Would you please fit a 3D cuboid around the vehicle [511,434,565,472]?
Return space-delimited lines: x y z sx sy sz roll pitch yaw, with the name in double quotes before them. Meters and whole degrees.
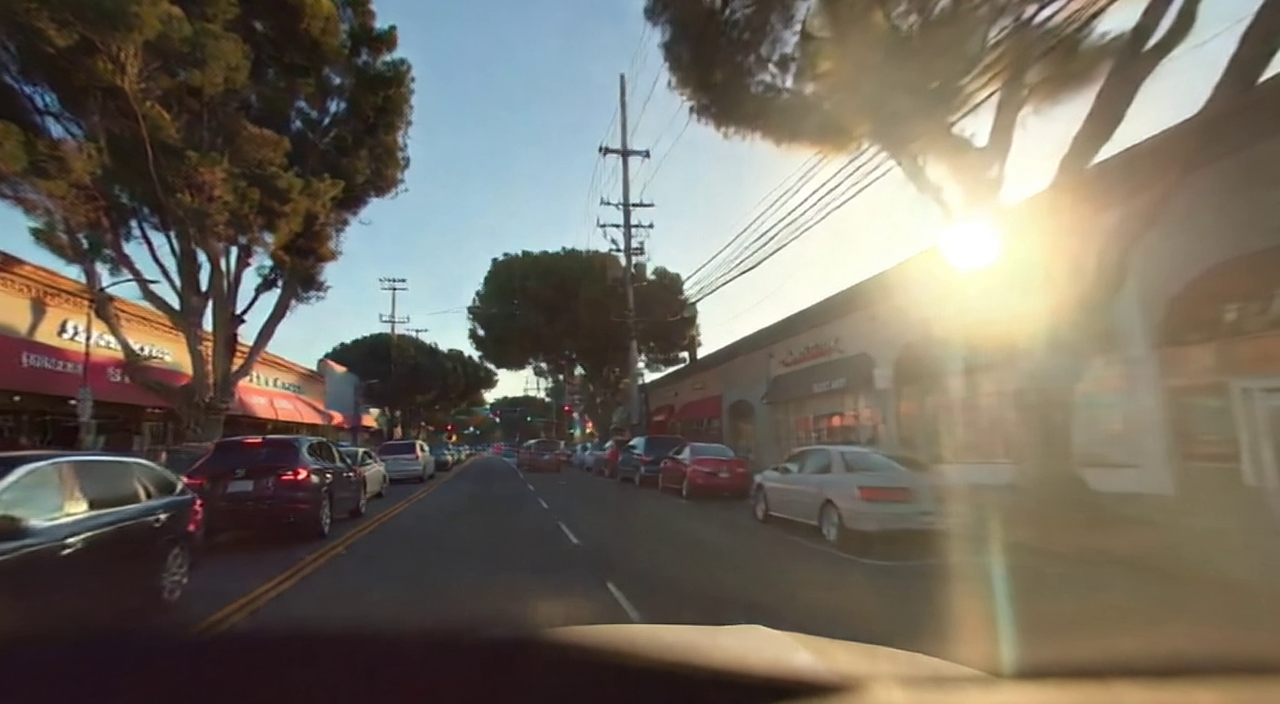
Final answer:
"vehicle" -5.529 5.360 33.801 2.440 1.882 4.611 2 -9 -13

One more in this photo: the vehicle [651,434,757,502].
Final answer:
"vehicle" 1.708 3.294 18.391 1.882 1.704 4.055 2 -9 -12

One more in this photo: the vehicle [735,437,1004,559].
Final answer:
"vehicle" 3.419 2.253 10.694 2.059 1.550 4.703 2 -9 -12

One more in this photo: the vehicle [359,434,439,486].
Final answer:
"vehicle" -9.431 4.221 25.181 2.341 1.825 4.924 2 -9 -14

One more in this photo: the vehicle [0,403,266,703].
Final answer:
"vehicle" -4.610 1.261 4.317 2.087 1.646 4.563 2 -9 -12

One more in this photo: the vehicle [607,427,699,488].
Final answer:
"vehicle" 0.320 3.872 23.523 2.243 1.992 5.087 2 -9 -13
